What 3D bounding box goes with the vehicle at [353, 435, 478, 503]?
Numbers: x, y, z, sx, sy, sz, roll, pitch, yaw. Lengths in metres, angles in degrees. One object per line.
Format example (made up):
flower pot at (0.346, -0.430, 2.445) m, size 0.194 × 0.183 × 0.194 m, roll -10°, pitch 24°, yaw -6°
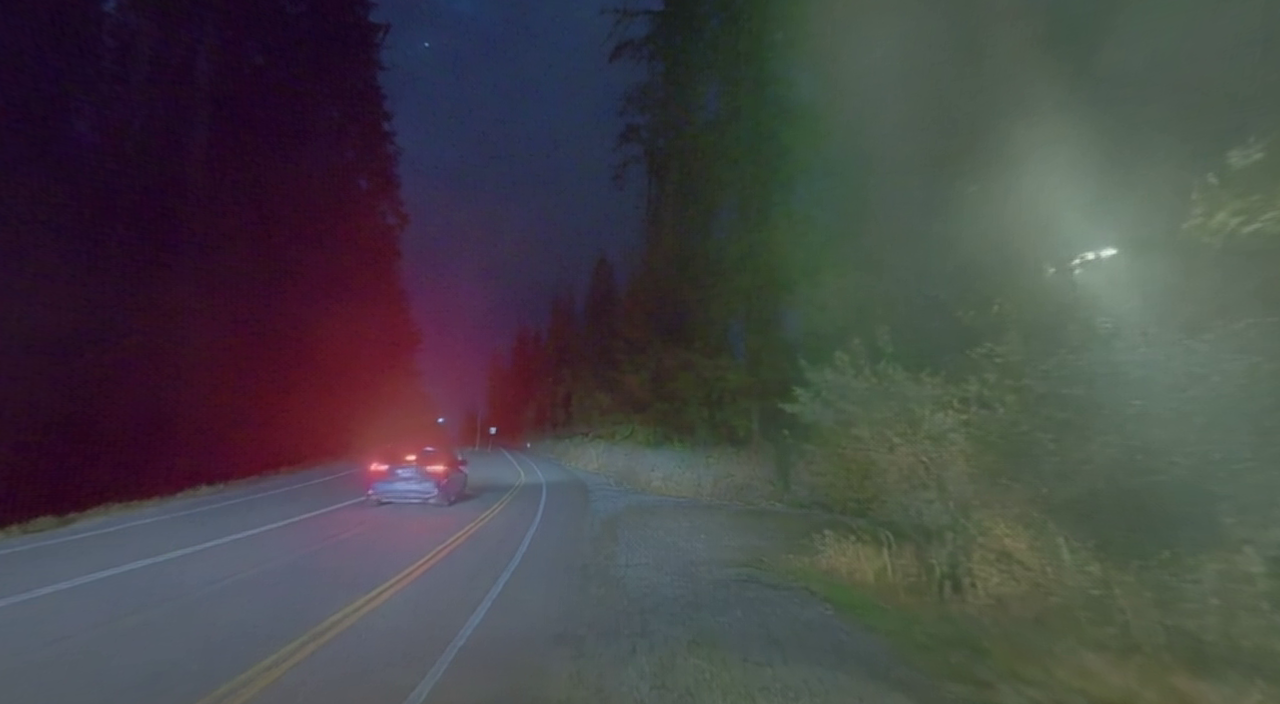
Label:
vehicle at (-5.526, 2.905, 16.186) m, size 2.042 × 1.483 × 4.288 m, roll 1°, pitch -8°, yaw -6°
